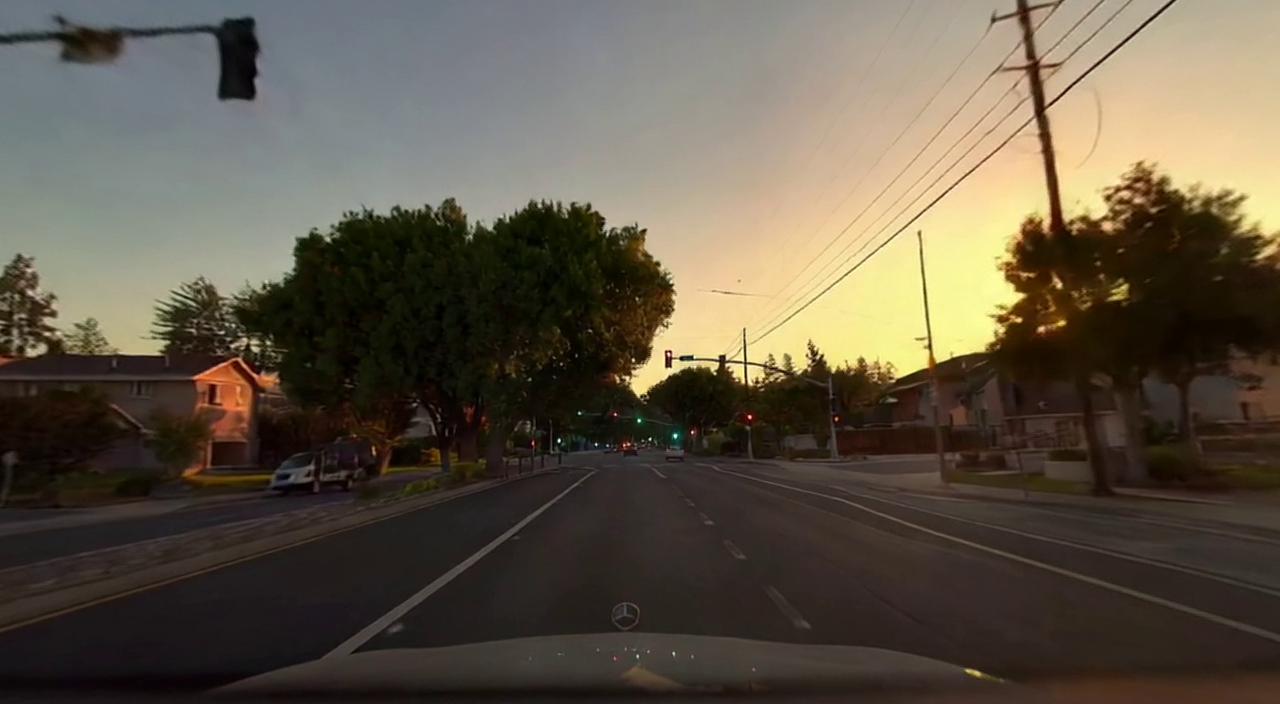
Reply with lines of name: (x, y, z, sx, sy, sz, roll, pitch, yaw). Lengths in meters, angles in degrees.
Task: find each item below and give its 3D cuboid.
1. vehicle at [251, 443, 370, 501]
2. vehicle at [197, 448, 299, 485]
vehicle: (-13.807, 5.001, 26.936, 2.346, 2.217, 5.290, 0, -8, -2)
vehicle: (-21.371, 6.222, 34.542, 4.323, 1.678, 1.890, -2, -7, -2)
